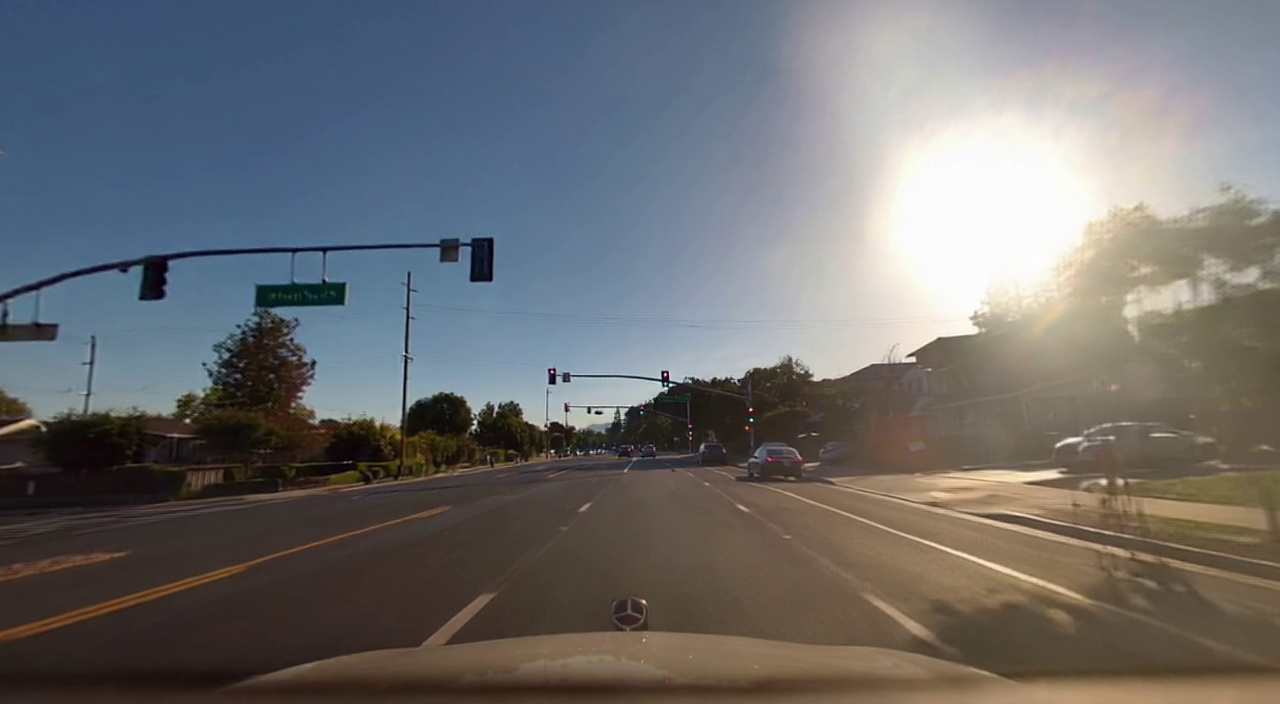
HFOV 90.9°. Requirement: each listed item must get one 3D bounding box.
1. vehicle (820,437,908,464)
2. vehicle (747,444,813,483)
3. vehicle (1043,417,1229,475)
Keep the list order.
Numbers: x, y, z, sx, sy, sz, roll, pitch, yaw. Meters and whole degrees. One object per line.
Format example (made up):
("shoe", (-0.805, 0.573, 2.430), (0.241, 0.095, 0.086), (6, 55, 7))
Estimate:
("vehicle", (13.011, 5.745, 36.784), (4.461, 1.461, 1.805), (0, -8, -1))
("vehicle", (5.824, 4.676, 26.817), (1.855, 1.520, 4.808), (0, -8, 2))
("vehicle", (14.559, 2.782, 18.700), (3.769, 1.598, 1.987), (0, -8, 1))
